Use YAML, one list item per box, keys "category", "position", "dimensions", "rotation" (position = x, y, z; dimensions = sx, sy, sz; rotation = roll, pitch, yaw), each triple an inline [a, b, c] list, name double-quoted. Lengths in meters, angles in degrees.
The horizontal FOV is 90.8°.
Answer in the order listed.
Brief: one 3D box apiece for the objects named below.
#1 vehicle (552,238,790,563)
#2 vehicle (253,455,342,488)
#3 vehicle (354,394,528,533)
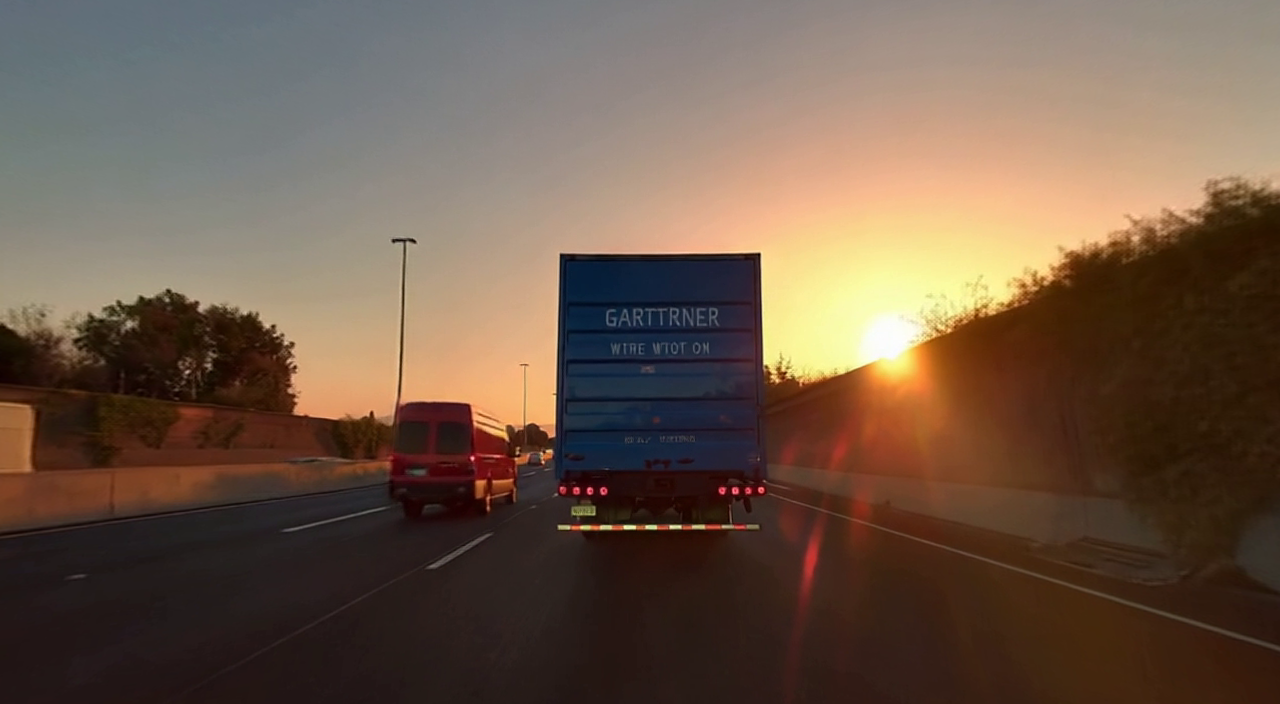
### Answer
- category: "vehicle"
  position: [0.424, 1.358, 13.106]
  dimensions: [2.853, 4.054, 10.557]
  rotation: [0, -9, 1]
- category: "vehicle"
  position: [-16.753, 5.837, 31.127]
  dimensions: [1.885, 1.455, 4.424]
  rotation: [0, -9, 0]
- category: "vehicle"
  position: [-4.084, 2.431, 14.174]
  dimensions: [2.208, 2.522, 5.187]
  rotation: [0, -9, -1]
